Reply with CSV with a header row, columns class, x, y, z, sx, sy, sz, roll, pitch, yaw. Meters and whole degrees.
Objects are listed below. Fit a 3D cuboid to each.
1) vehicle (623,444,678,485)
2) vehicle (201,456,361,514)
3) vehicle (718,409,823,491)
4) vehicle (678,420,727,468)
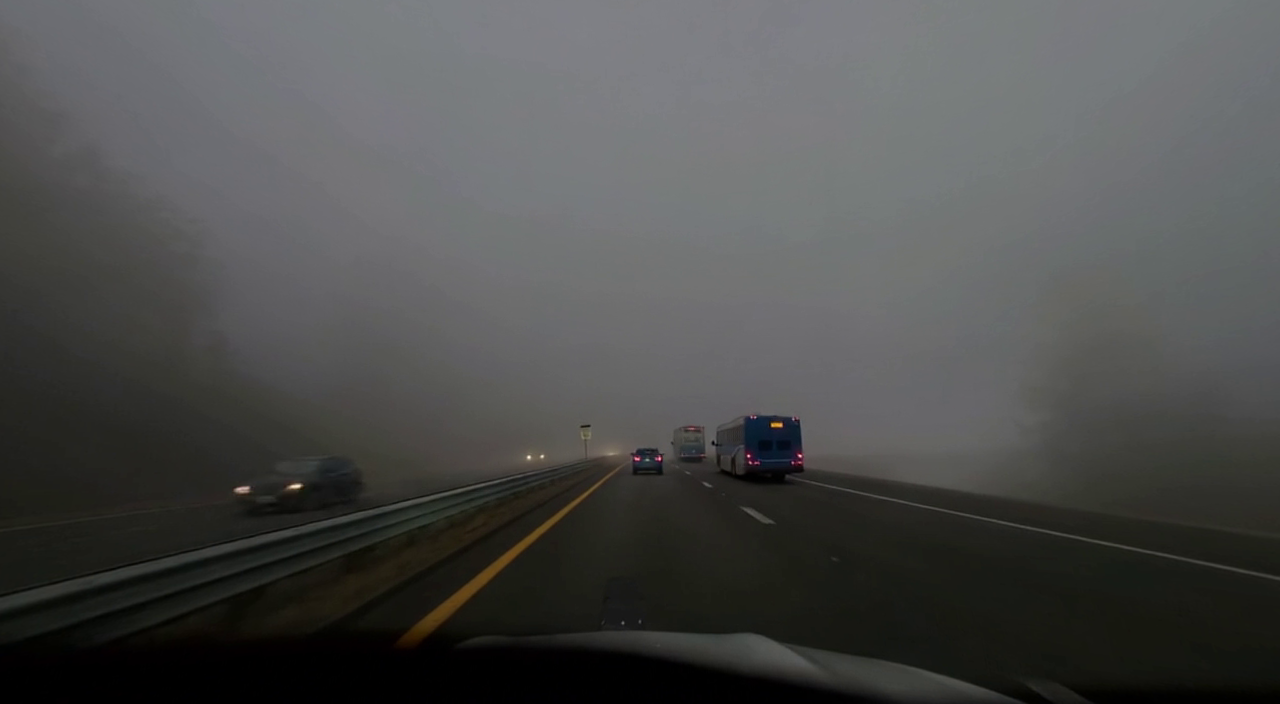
class,x,y,z,sx,sy,sz,roll,pitch,yaw
vehicle,0.382,4.358,24.663,2.004,1.449,3.817,0,-9,0
vehicle,-10.466,3.881,18.858,2.076,1.459,4.477,0,-9,1
vehicle,4.436,3.523,22.702,2.440,2.555,5.957,0,-9,-1
vehicle,4.661,7.102,48.617,2.883,3.358,7.942,0,-9,-1
